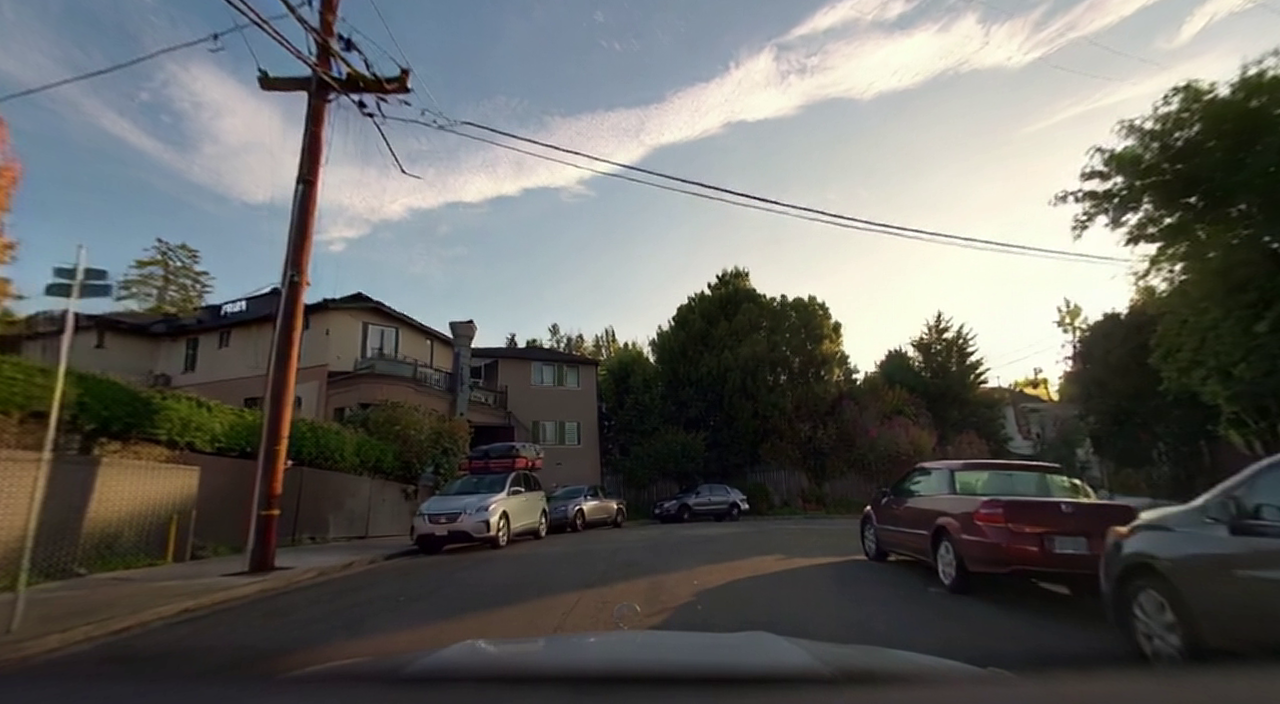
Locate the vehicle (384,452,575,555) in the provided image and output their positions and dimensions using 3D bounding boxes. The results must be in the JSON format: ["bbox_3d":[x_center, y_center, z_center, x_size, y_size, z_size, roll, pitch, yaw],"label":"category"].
[{"bbox_3d":[-3.165,3.211,13.835,2.247,1.702,5.043,-5,-12,8],"label":"vehicle"}]

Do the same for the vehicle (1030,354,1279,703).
[{"bbox_3d":[3.930,0.908,2.449,1.899,1.877,4.668,1,-7,1],"label":"vehicle"}]

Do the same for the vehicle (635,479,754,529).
[{"bbox_3d":[2.144,5.790,24.418,4.217,1.547,2.082,6,-10,-35],"label":"vehicle"}]
